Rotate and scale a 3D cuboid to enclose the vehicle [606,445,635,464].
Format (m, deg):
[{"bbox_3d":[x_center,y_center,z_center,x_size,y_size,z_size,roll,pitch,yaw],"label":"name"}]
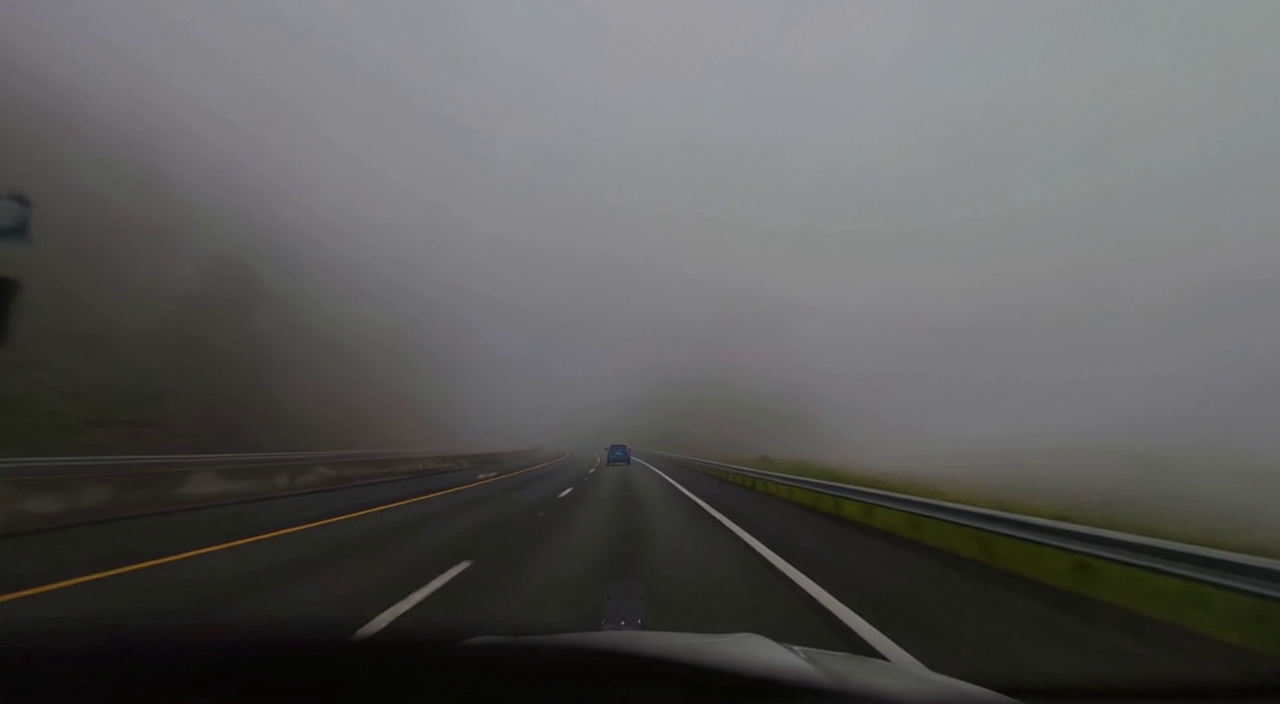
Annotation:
[{"bbox_3d":[-1.561,8.056,49.433,2.126,1.411,4.433,0,-9,-3],"label":"vehicle"}]
